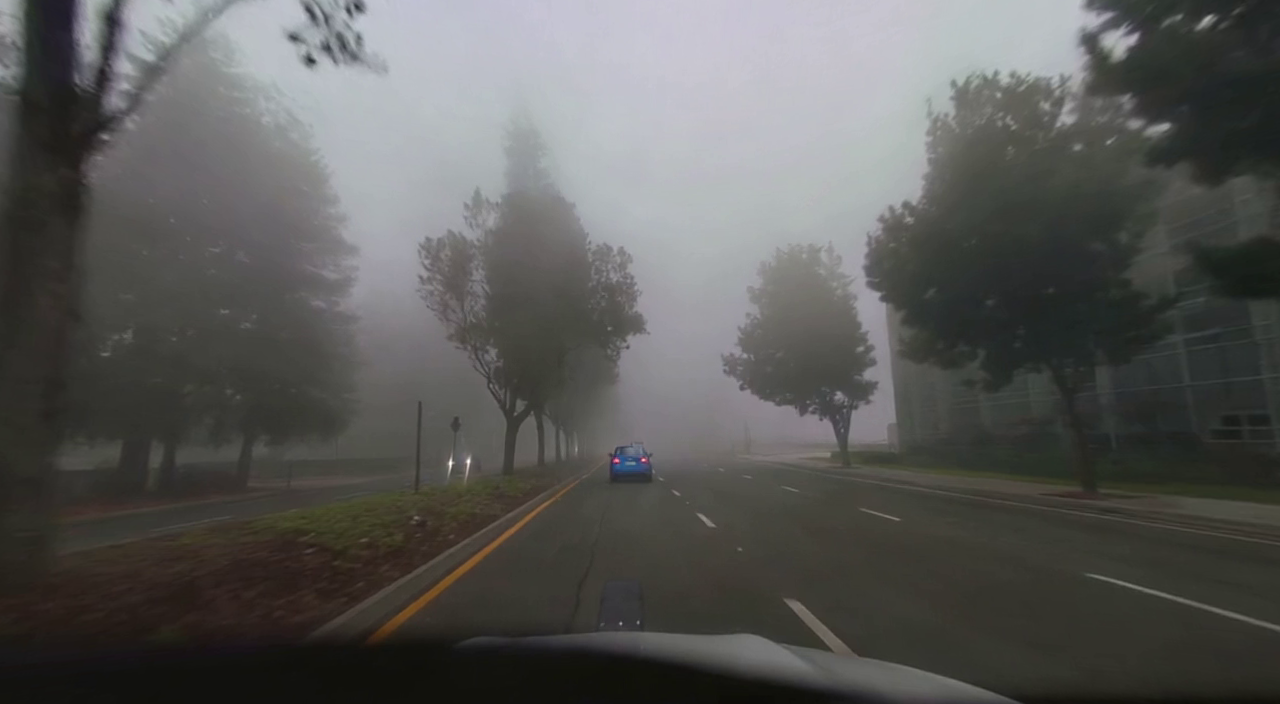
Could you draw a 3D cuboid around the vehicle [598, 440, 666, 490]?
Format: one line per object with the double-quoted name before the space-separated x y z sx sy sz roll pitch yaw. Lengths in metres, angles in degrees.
"vehicle" -0.276 3.732 21.299 2.042 1.479 4.601 0 -8 -1
